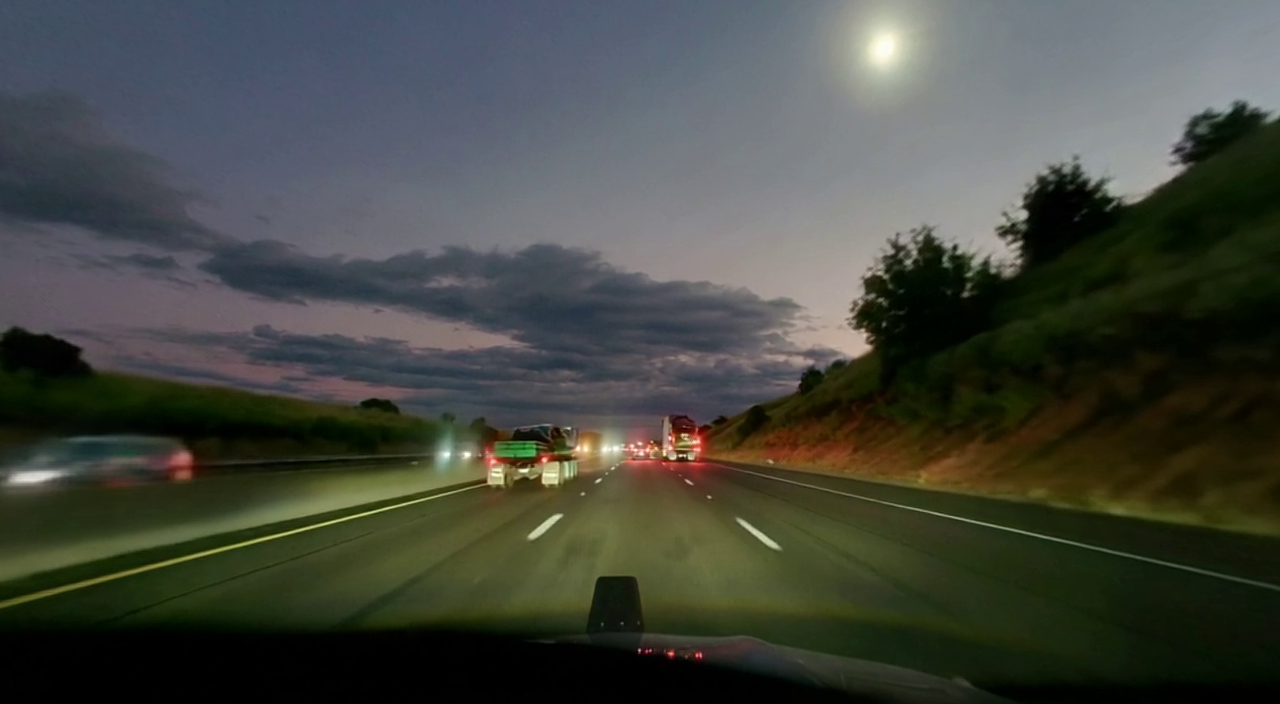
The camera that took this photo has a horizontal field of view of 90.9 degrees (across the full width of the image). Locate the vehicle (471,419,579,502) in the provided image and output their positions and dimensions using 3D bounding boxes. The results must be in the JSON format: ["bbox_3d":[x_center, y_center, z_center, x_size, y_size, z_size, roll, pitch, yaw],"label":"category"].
[{"bbox_3d":[-3.095,3.058,18.039,2.142,2.044,4.446,0,-9,1],"label":"vehicle"}]
